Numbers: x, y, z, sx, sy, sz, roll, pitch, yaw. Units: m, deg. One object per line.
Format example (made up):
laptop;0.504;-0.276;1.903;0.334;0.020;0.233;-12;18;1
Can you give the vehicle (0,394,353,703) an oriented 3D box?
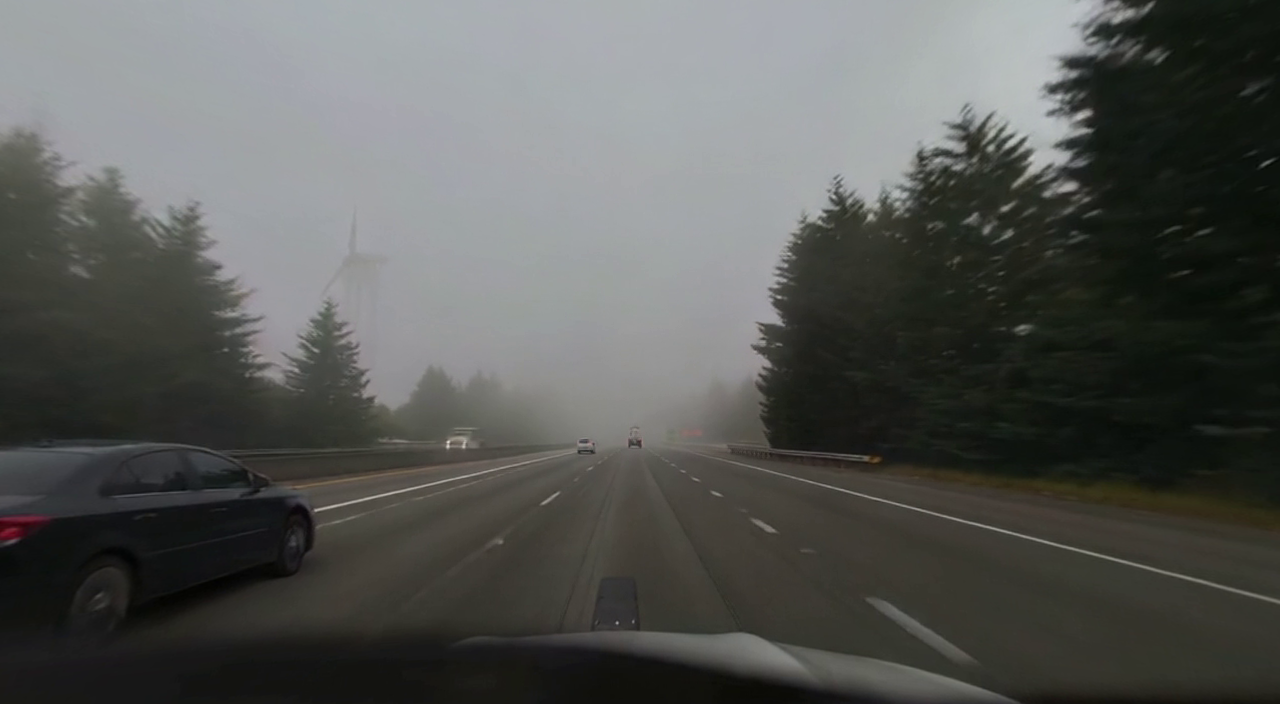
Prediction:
vehicle;-3.978;1.172;4.537;1.950;1.511;3.965;0;-8;0
